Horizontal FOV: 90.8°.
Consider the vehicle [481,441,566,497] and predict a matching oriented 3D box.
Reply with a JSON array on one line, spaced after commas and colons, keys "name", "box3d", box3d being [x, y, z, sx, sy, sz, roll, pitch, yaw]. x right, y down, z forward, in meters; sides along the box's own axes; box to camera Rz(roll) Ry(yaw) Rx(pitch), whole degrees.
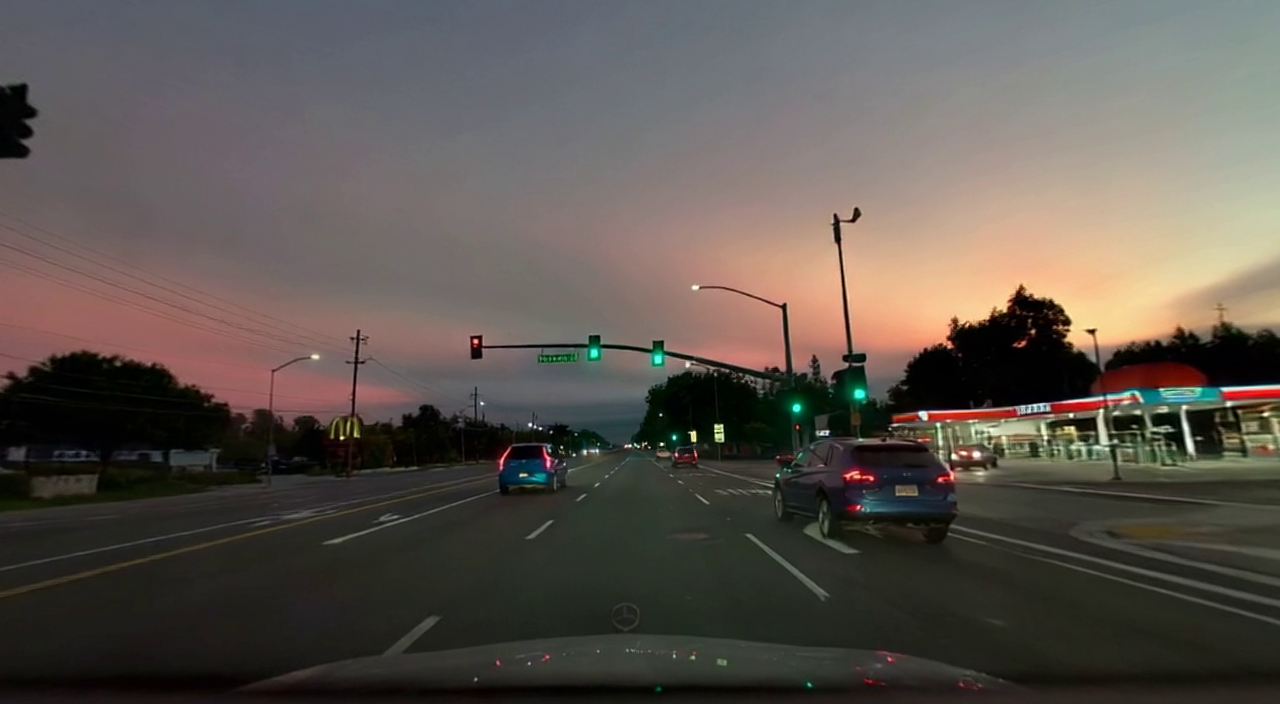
[{"name": "vehicle", "box3d": [-3.610, 3.702, 20.399, 1.935, 1.617, 4.045, 0, -9, 1]}]

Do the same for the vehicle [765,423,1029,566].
[{"name": "vehicle", "box3d": [3.461, 2.004, 9.690, 2.085, 1.655, 4.459, 0, -9, -1]}]

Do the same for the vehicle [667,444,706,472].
[{"name": "vehicle", "box3d": [2.960, 6.897, 41.298, 2.066, 1.699, 4.419, 0, -9, -2]}]
